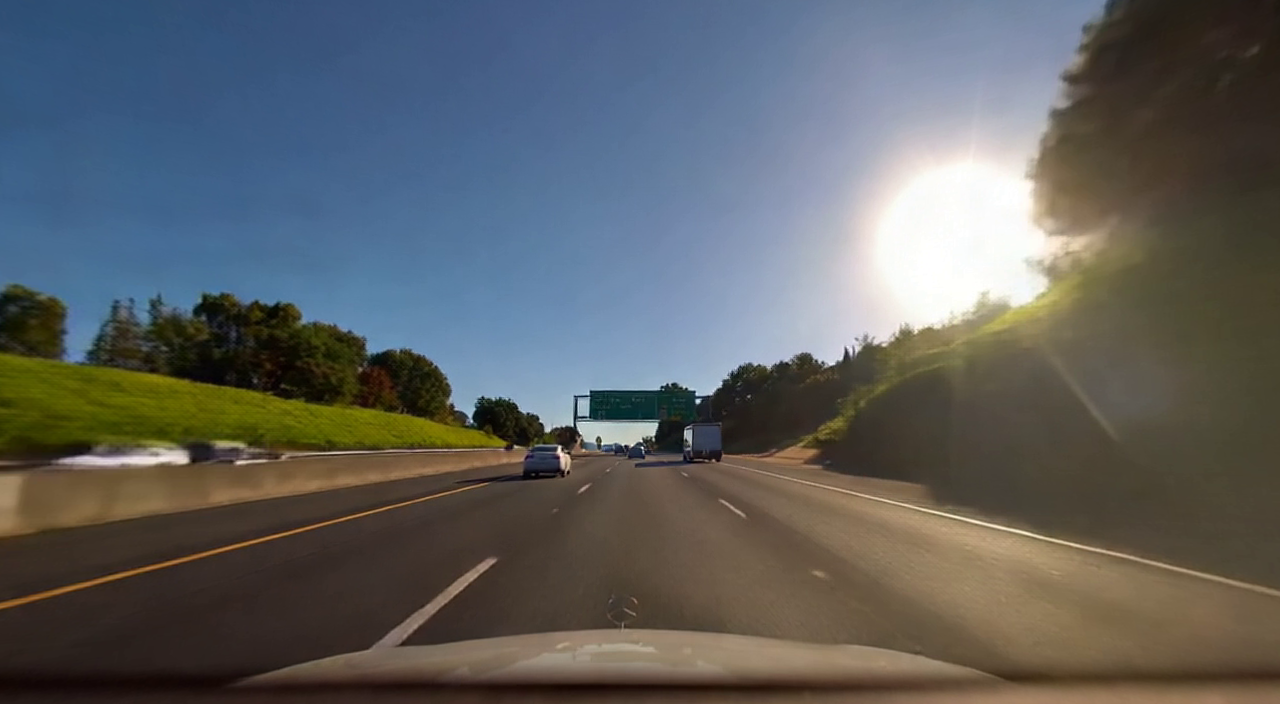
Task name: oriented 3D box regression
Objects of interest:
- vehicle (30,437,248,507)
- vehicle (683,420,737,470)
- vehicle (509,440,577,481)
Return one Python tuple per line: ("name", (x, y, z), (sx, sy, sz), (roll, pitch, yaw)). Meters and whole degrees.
("vehicle", (-11.386, 2.739, 14.752), (1.937, 1.378, 3.865), (0, -9, -1))
("vehicle", (3.936, 5.407, 36.373), (2.361, 2.636, 5.684), (0, -9, -1))
("vehicle", (-3.856, 4.435, 25.905), (2.054, 1.529, 4.368), (-1, -9, 1))
